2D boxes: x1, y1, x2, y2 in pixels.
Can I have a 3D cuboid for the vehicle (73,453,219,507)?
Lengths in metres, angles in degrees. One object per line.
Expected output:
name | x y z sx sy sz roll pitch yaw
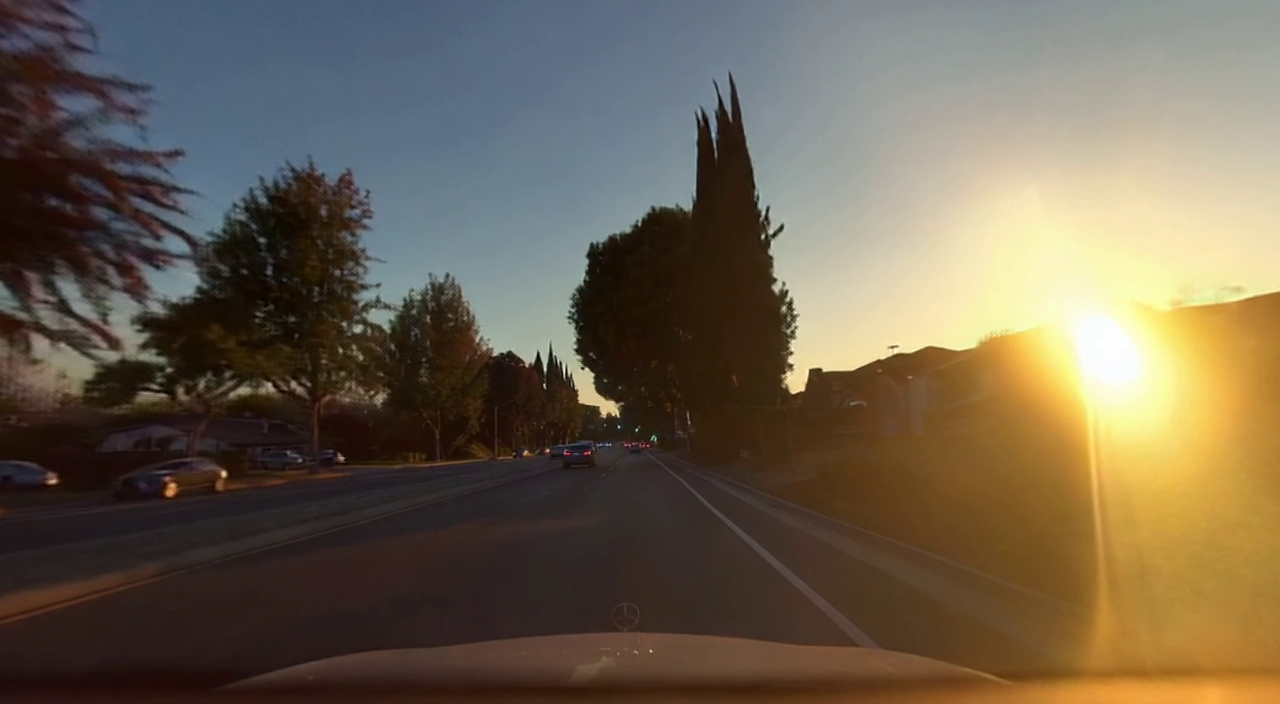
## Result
vehicle | -17.623 4.534 22.878 1.900 1.474 4.431 -4 -7 -2

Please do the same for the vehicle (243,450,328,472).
vehicle | -24.991 7.718 44.672 4.743 1.482 2.164 -1 -8 4

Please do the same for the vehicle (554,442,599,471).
vehicle | -3.364 5.638 34.192 1.992 1.447 4.044 0 -8 0
